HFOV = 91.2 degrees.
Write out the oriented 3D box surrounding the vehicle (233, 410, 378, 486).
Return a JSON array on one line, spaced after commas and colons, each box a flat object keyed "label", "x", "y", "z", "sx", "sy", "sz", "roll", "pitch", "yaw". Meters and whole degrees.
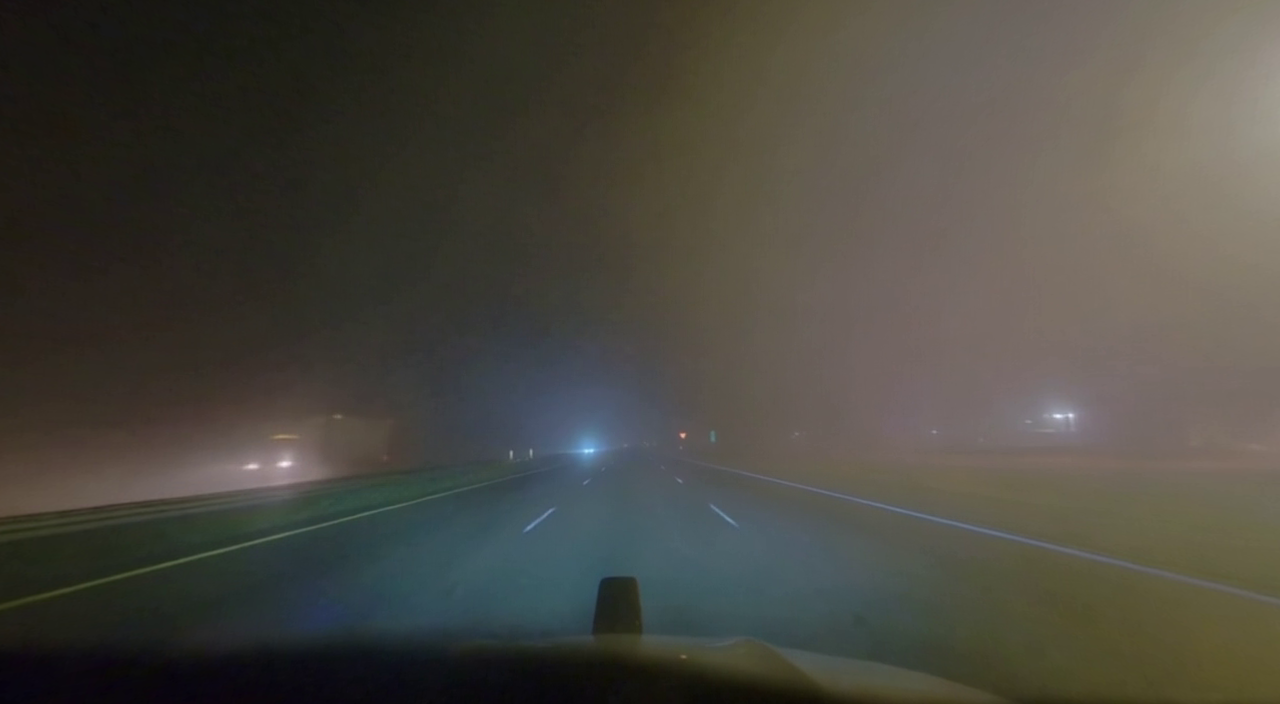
[{"label": "vehicle", "x": -20.424, "y": 6.034, "z": 39.525, "sx": 3.062, "sy": 4.064, "sz": 11.124, "roll": 0, "pitch": -9, "yaw": -1}]
